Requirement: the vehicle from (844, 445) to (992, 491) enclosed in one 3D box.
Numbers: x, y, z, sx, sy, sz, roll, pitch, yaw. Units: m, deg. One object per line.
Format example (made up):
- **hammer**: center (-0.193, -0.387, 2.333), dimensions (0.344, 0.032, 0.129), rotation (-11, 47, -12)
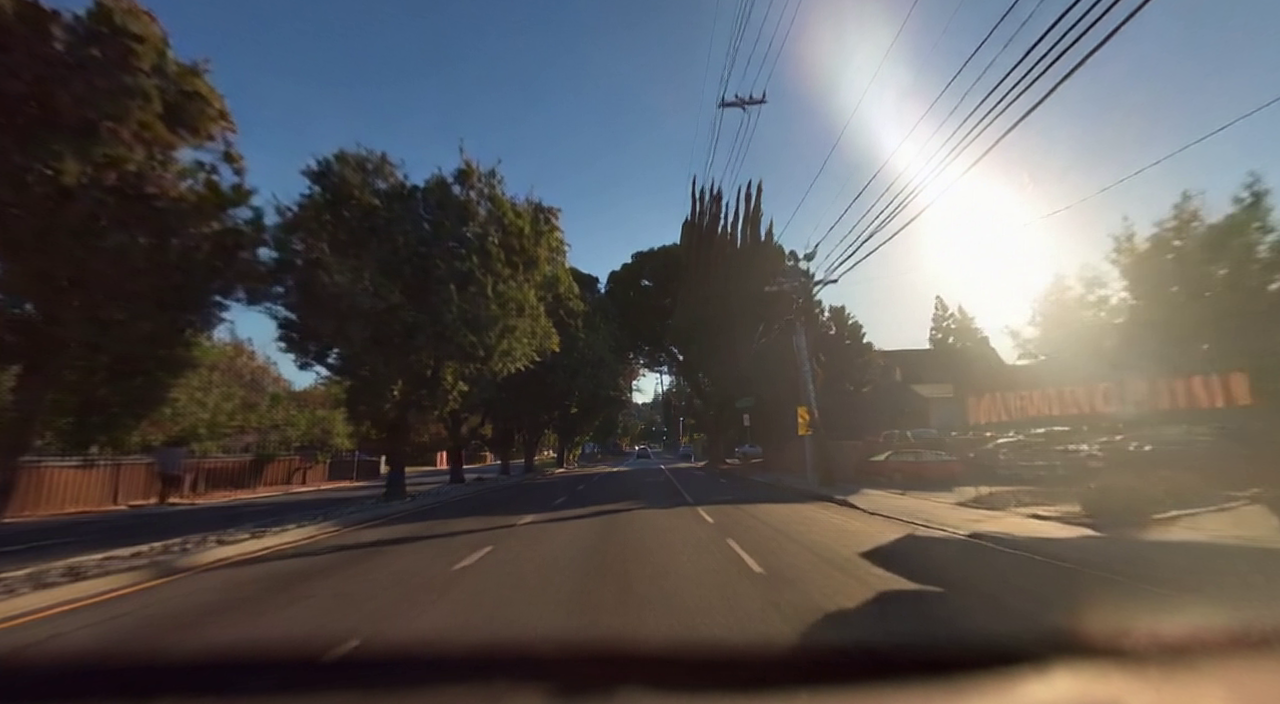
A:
- **vehicle**: center (9.303, 3.883, 21.354), dimensions (4.159, 1.408, 1.822), rotation (2, -8, -5)
